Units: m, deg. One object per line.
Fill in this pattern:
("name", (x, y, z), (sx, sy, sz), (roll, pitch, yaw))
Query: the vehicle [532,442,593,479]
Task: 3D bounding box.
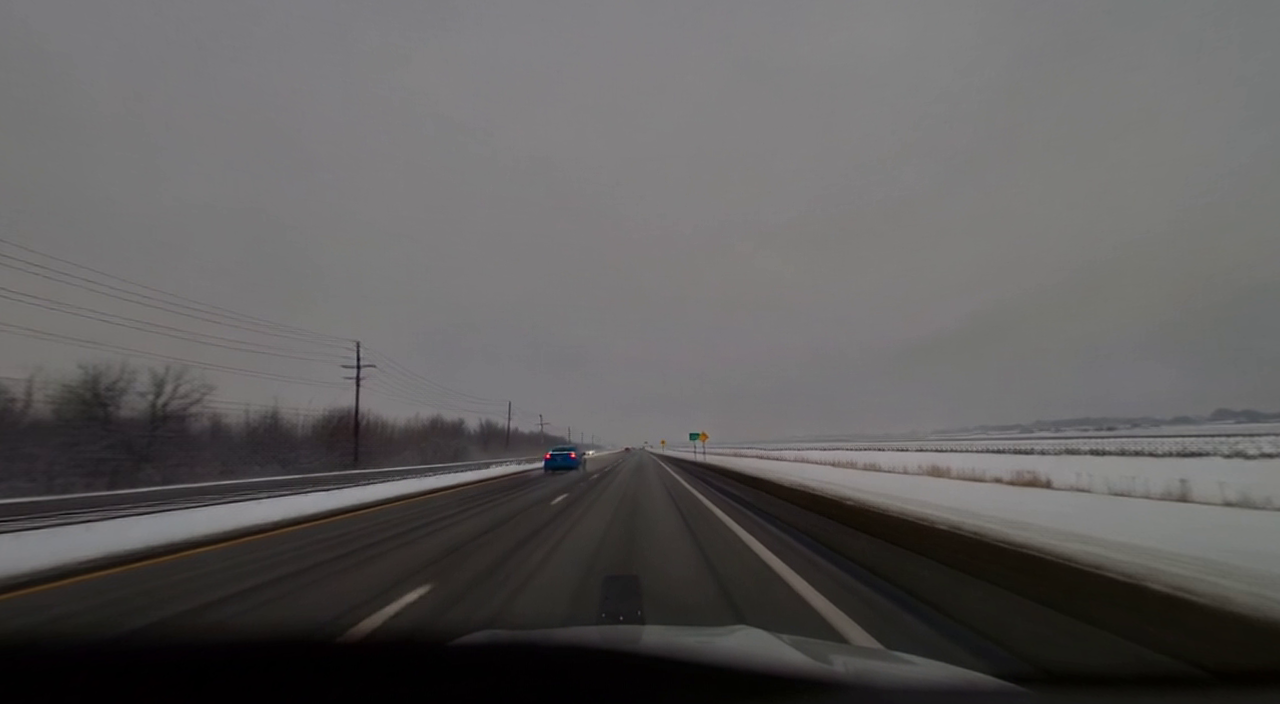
("vehicle", (-3.450, 4.951, 28.915), (2.106, 1.543, 4.465), (0, -9, 1))
